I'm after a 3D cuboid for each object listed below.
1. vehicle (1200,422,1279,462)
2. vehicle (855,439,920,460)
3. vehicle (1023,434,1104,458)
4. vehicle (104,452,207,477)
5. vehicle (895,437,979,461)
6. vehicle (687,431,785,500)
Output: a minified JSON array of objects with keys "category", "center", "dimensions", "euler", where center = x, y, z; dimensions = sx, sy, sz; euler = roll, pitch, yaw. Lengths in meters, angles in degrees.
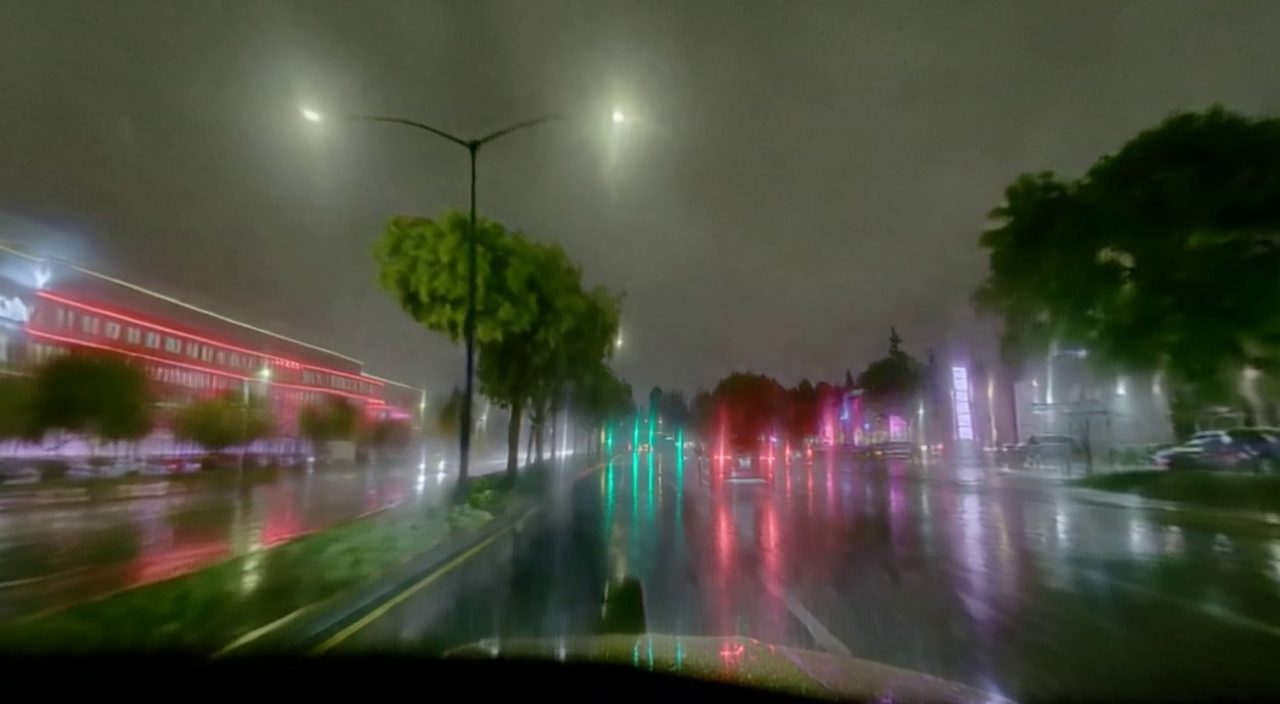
[{"category":"vehicle","center":[32.195,4.618,32.339],"dimensions":[4.867,1.962,2.172],"euler":[0,-8,1]},{"category":"vehicle","center":[19.486,7.659,49.827],"dimensions":[4.227,1.567,2.034],"euler":[0,-8,0]},{"category":"vehicle","center":[32.515,7.240,48.568],"dimensions":[4.671,1.618,1.998],"euler":[-2,-8,0]},{"category":"vehicle","center":[-29.979,6.960,39.194],"dimensions":[4.671,1.472,2.076],"euler":[0,-8,2]},{"category":"vehicle","center":[19.599,6.404,41.856],"dimensions":[4.584,1.503,1.942],"euler":[0,-8,0]},{"category":"vehicle","center":[2.507,3.100,17.642],"dimensions":[1.963,1.677,4.229],"euler":[0,-8,-2]}]
